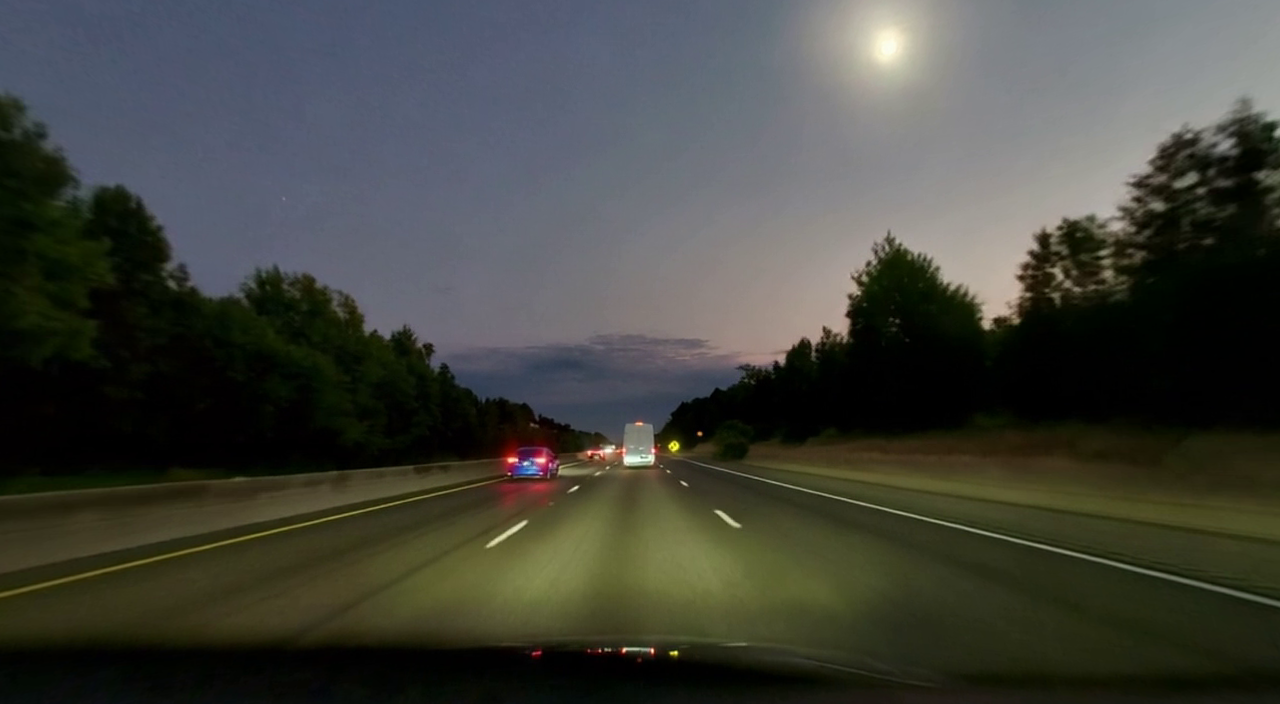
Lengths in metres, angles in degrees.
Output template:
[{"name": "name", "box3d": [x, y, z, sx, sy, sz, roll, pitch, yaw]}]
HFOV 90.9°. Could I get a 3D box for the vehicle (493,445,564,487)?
[{"name": "vehicle", "box3d": [-4.268, 4.433, 24.869, 1.916, 1.506, 4.476, 0, -9, 1]}]
